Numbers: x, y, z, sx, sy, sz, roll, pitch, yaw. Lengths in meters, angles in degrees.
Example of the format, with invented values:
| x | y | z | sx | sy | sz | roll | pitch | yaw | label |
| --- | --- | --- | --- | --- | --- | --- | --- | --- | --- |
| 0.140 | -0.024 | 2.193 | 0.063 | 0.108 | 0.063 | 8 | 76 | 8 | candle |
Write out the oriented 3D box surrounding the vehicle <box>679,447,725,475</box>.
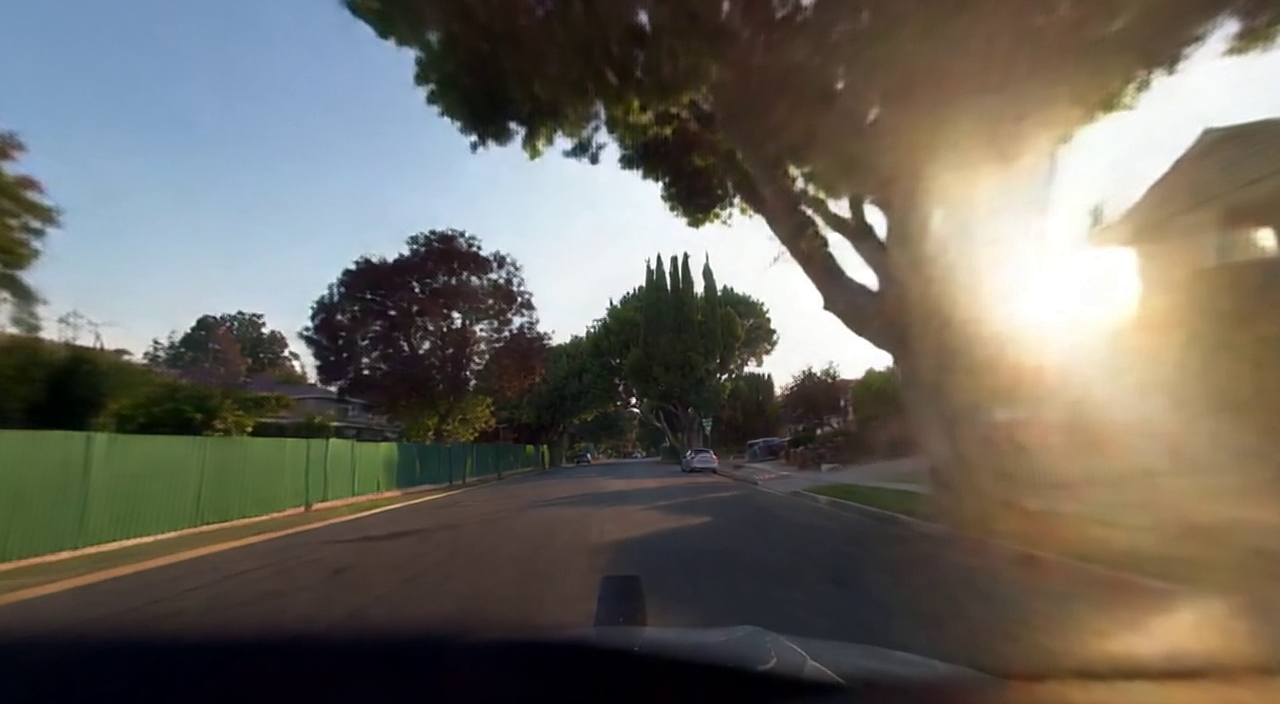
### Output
| x | y | z | sx | sy | sz | roll | pitch | yaw | label |
| --- | --- | --- | --- | --- | --- | --- | --- | --- | --- |
| 3.667 | 6.497 | 38.023 | 2.051 | 1.524 | 5.047 | 0 | -9 | -2 | vehicle |

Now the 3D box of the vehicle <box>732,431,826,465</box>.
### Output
| x | y | z | sx | sy | sz | roll | pitch | yaw | label |
| --- | --- | --- | --- | --- | --- | --- | --- | --- | --- |
| 9.604 | 6.716 | 44.111 | 5.935 | 1.911 | 2.236 | -4 | -9 | 0 | vehicle |
